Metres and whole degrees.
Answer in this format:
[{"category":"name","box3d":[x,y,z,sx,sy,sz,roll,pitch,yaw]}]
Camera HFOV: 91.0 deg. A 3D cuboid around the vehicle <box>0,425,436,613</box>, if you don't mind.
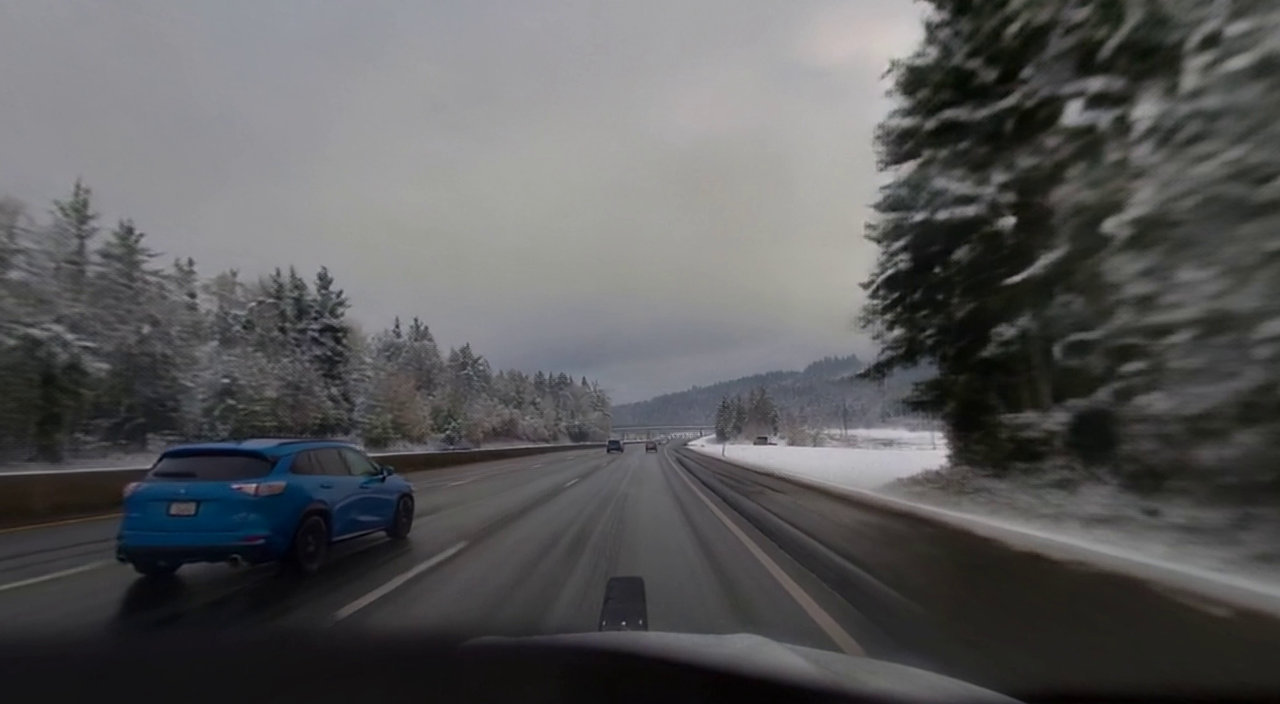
[{"category":"vehicle","box3d":[-4.139,1.644,7.250,1.996,1.454,4.495,0,-8,1]}]
